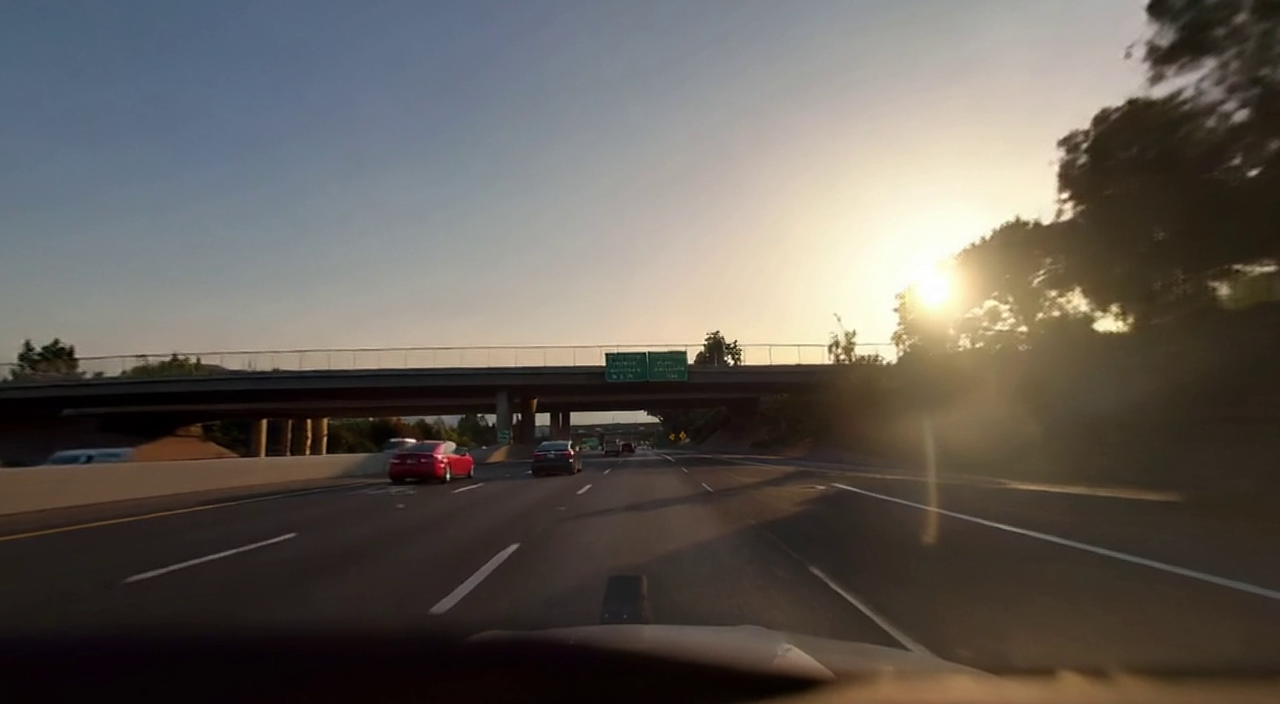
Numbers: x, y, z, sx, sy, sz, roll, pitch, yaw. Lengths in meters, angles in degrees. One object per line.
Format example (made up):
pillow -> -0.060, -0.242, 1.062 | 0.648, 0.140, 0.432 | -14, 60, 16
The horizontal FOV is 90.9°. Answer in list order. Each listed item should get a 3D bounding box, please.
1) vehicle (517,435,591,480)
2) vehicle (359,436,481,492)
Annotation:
vehicle -> -3.292, 4.167, 25.246 | 2.210, 1.628, 4.586 | -1, -8, 1
vehicle -> -6.794, 3.493, 20.150 | 2.069, 1.551, 4.830 | 0, -8, 1
